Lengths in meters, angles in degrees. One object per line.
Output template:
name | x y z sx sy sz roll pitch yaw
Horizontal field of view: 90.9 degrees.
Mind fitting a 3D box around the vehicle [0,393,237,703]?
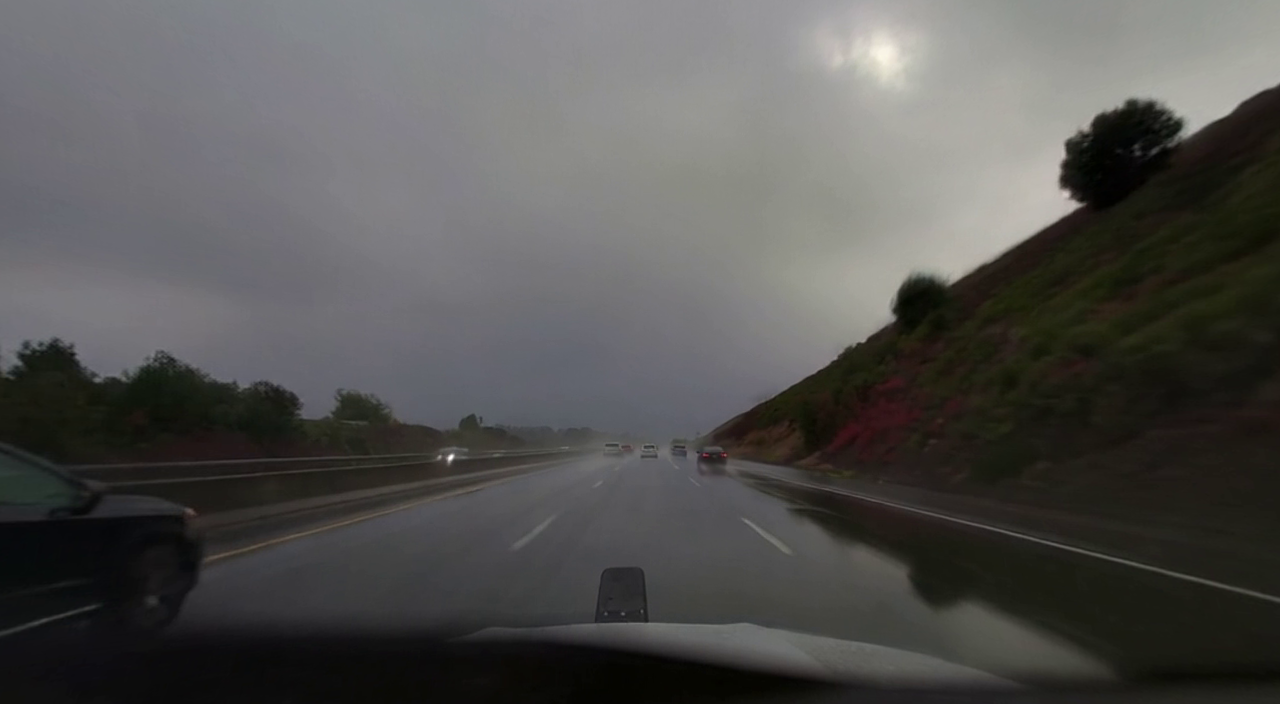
vehicle | -3.923 0.904 2.559 1.910 1.521 3.930 0 -8 1

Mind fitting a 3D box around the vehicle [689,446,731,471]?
vehicle | 3.912 6.009 35.781 1.976 1.352 3.602 0 -8 0
